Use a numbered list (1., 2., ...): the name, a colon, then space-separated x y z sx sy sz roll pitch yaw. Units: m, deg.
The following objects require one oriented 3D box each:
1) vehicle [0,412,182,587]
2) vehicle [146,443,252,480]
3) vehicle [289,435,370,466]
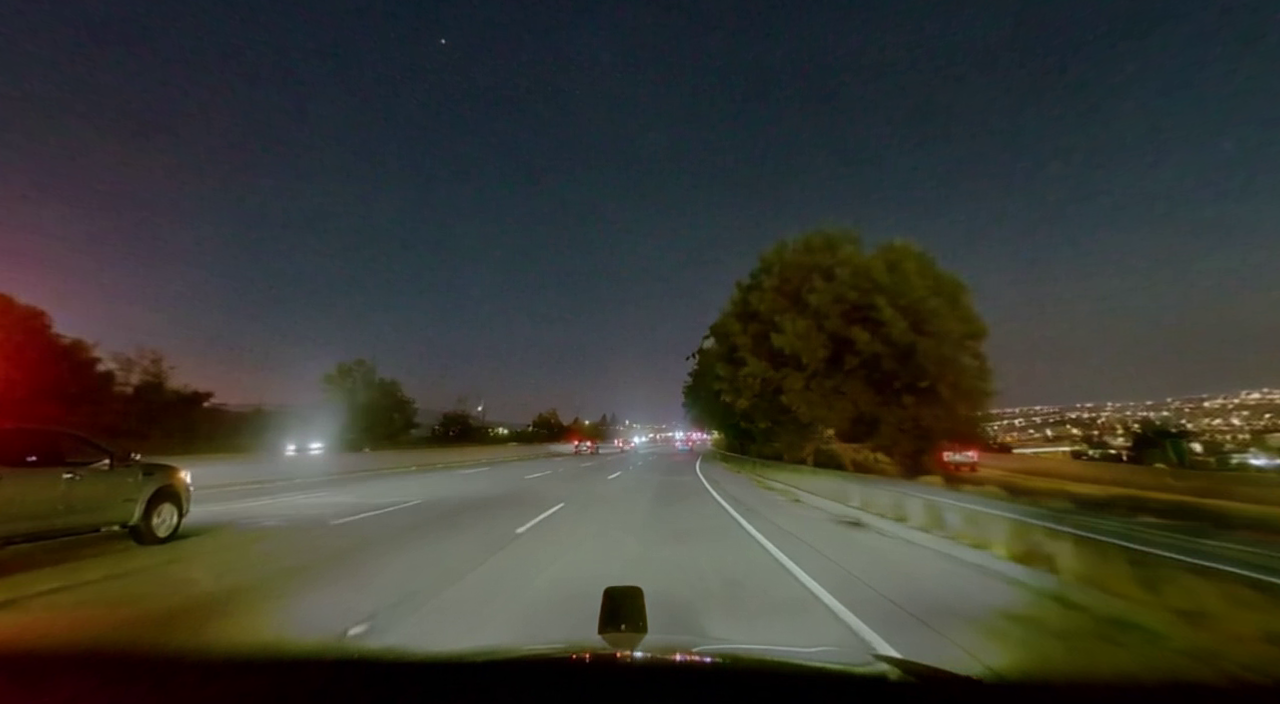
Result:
1. vehicle: -6.994 1.355 5.683 1.923 1.630 4.857 -1 -8 2
2. vehicle: -18.989 4.692 27.396 1.765 1.479 3.669 -1 -8 4
3. vehicle: -21.102 6.731 43.220 2.161 1.927 5.987 -1 -8 5
